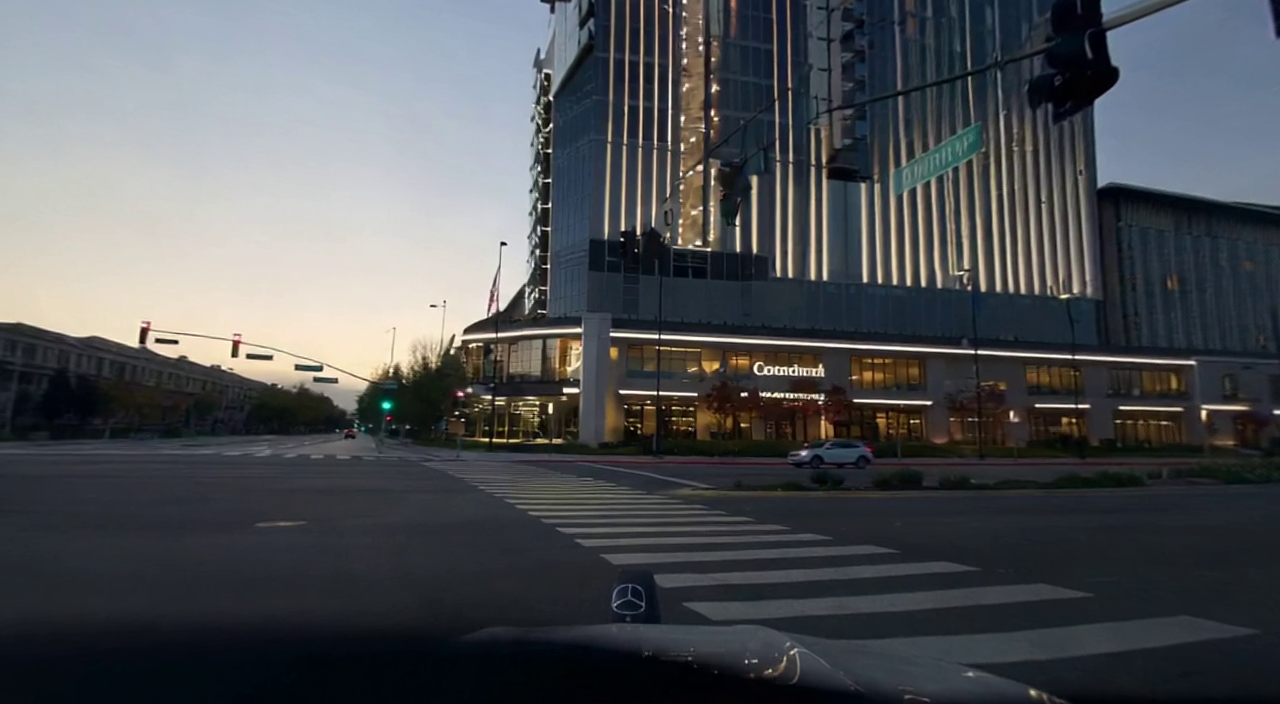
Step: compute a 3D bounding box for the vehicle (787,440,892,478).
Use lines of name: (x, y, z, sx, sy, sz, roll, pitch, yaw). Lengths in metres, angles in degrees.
vehicle: (10.075, 5.354, 31.730, 4.713, 1.775, 2.030, 3, -9, -20)
